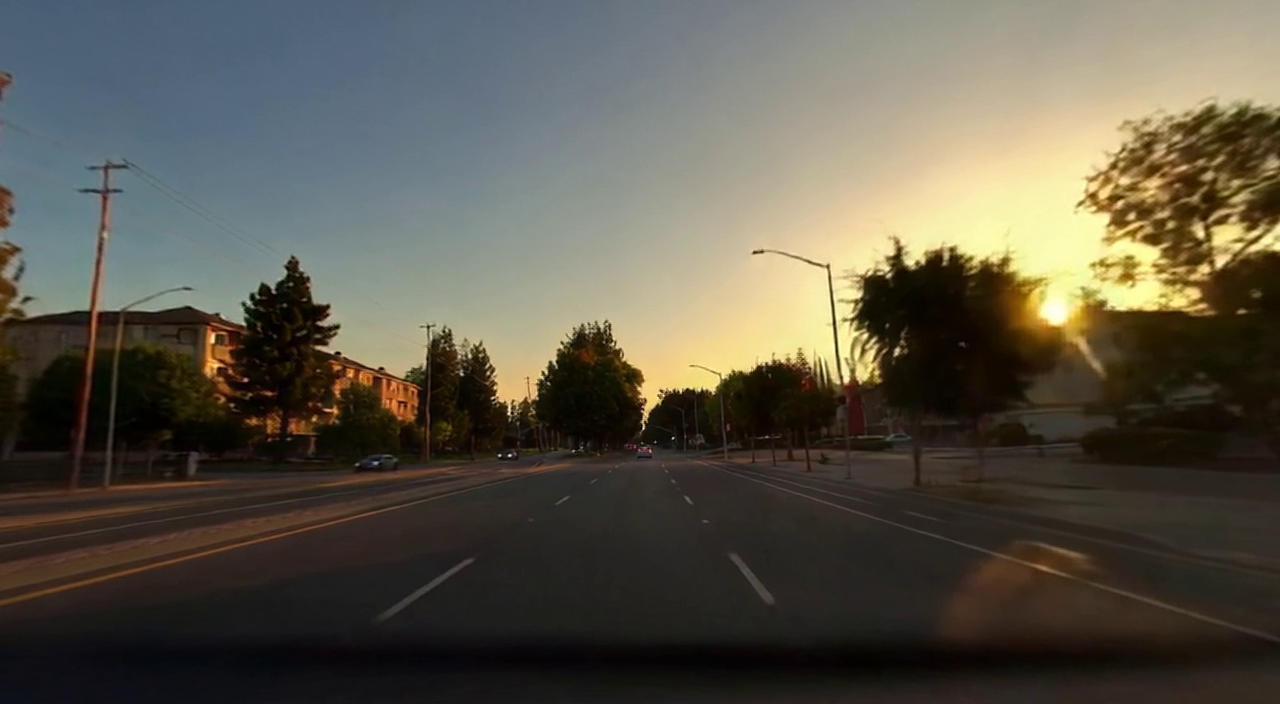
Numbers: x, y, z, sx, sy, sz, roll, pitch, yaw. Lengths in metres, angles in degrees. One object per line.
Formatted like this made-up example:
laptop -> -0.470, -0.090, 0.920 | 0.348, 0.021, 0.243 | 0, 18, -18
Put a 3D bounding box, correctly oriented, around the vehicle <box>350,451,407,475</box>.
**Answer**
vehicle -> -19.880, 8.458, 48.192 | 2.025, 1.643, 4.880 | -1, -8, 3
